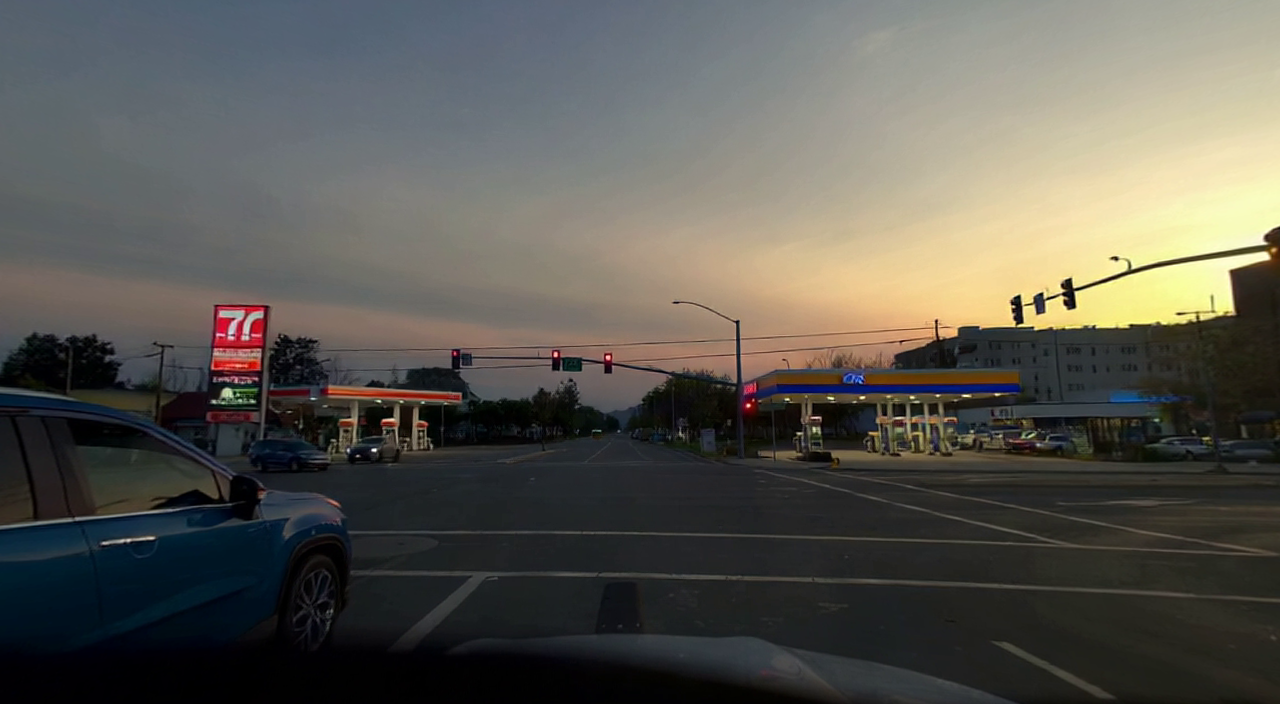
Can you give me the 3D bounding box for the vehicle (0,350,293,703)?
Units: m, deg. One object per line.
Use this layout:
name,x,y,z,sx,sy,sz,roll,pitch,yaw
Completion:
vehicle,-3.424,0.799,2.041,2.053,1.690,4.364,0,-9,0

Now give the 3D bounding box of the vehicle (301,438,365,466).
vehicle,-20.451,6.683,42.175,2.004,1.699,4.486,0,-9,1
